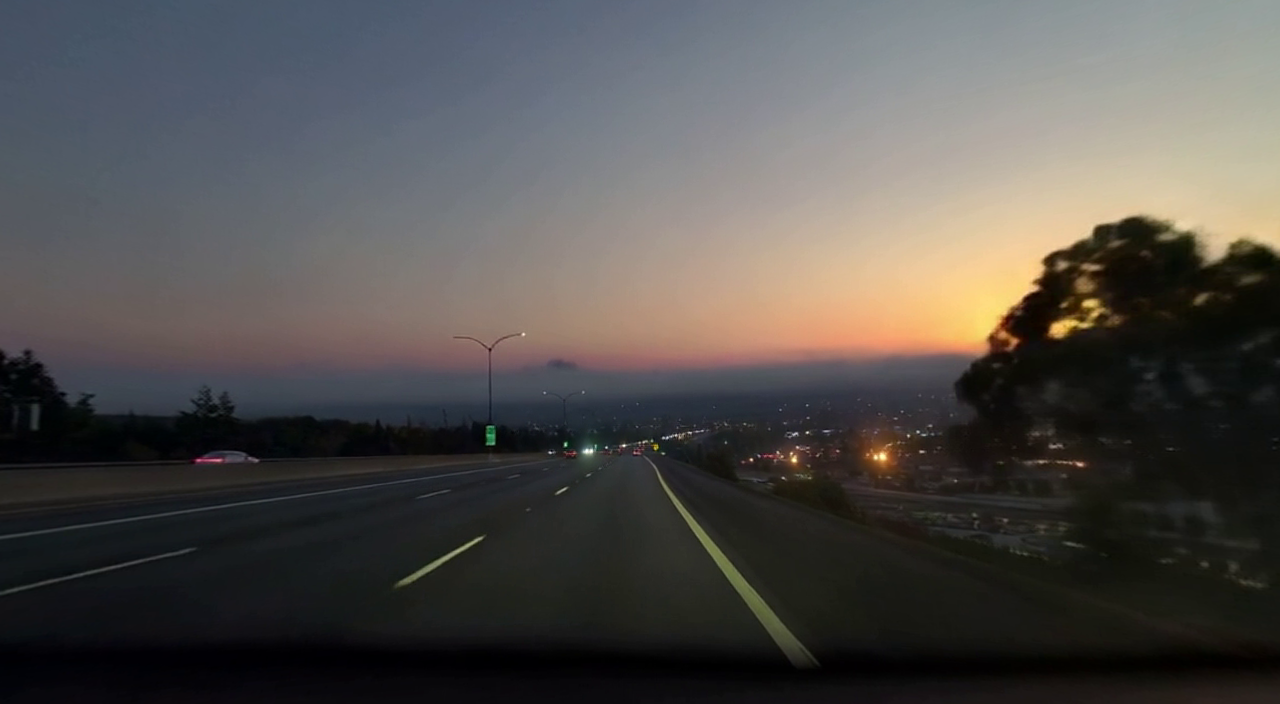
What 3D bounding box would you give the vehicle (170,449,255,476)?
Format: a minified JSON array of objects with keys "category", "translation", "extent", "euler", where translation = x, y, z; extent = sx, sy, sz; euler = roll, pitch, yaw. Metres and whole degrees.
[{"category":"vehicle","translation":[-26.524,6.873,39.445],"extent":[1.923,1.563,4.762],"euler":[0,-9,1]}]
